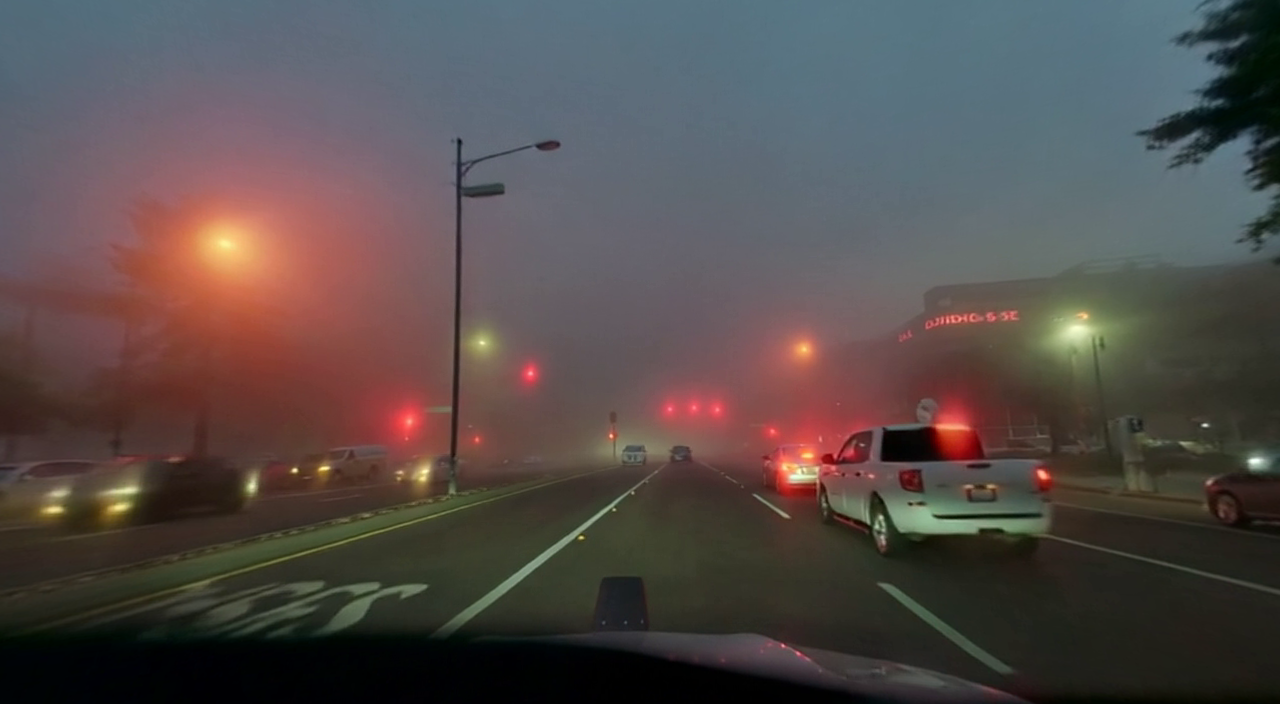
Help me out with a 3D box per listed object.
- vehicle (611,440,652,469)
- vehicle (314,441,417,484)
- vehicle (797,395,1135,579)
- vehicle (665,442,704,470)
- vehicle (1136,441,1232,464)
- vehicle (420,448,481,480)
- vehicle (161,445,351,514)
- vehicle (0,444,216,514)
[{"bbox_3d":[-0.451,6.234,38.504,2.057,1.678,4.639,-1,-8,5],"label":"vehicle"},{"bbox_3d":[-13.446,5.440,31.463,2.337,1.895,5.872,-1,-8,2],"label":"vehicle"},{"bbox_3d":[3.835,1.700,8.770,2.282,1.797,4.924,-1,-8,3],"label":"vehicle"},{"bbox_3d":[2.529,5.799,35.259,2.059,1.477,3.988,-1,-8,5],"label":"vehicle"},{"bbox_3d":[38.851,7.189,45.114,4.775,1.529,1.992,-2,-8,6],"label":"vehicle"},{"bbox_3d":[-9.616,5.697,32.380,1.884,1.456,4.356,0,-8,-2],"label":"vehicle"},{"bbox_3d":[-10.093,3.337,17.097,2.047,1.572,4.472,-1,-8,5],"label":"vehicle"},{"bbox_3d":[-16.740,3.915,20.201,2.200,1.884,5.653,0,-8,2],"label":"vehicle"}]
